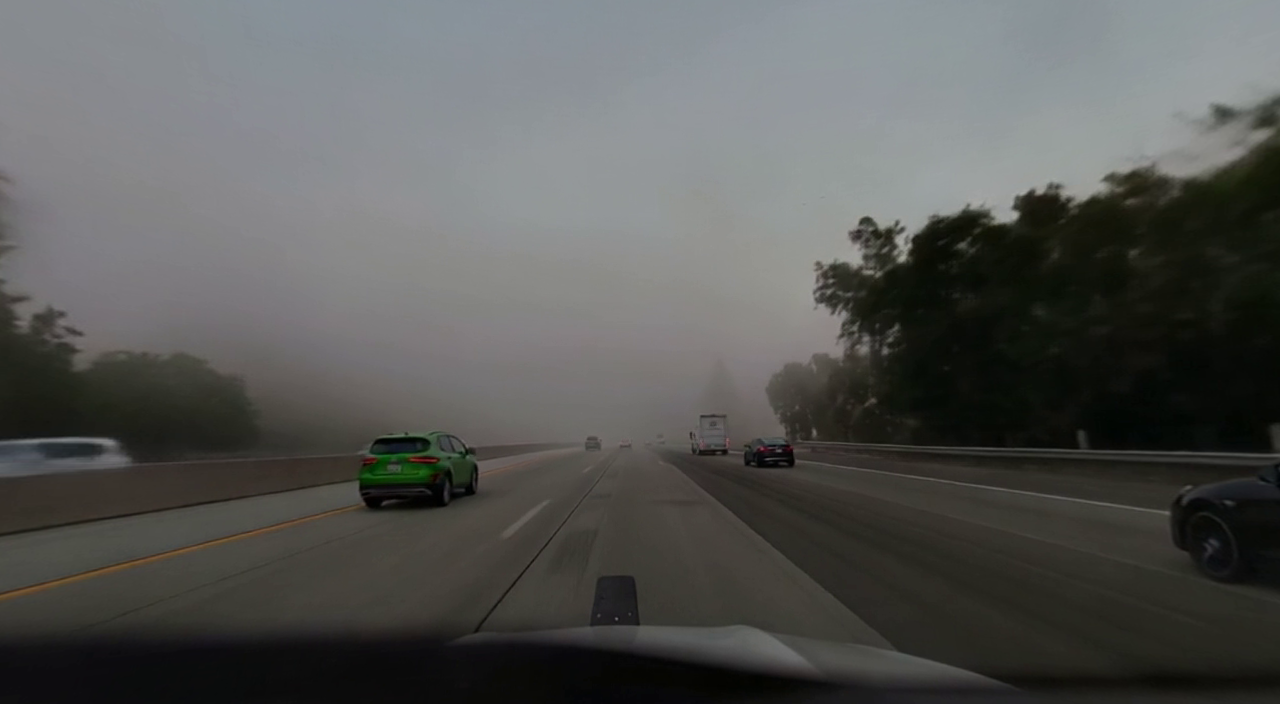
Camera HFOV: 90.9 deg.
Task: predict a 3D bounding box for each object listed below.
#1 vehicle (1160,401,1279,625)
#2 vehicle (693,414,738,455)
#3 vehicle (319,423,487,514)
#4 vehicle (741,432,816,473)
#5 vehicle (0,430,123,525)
[{"bbox_3d":[5.305,0.915,2.995,2.028,1.488,4.236,0,-8,0],"label":"vehicle"},{"bbox_3d":[5.582,6.226,47.494,2.588,2.910,5.511,0,-8,-2],"label":"vehicle"},{"bbox_3d":[-4.593,2.292,12.924,1.966,1.570,3.859,0,-8,0],"label":"vehicle"},{"bbox_3d":[5.253,3.859,24.483,1.920,1.436,3.890,0,-8,-2],"label":"vehicle"},{"bbox_3d":[-12.985,2.428,12.400,2.036,1.750,4.214,0,-8,-1],"label":"vehicle"}]
